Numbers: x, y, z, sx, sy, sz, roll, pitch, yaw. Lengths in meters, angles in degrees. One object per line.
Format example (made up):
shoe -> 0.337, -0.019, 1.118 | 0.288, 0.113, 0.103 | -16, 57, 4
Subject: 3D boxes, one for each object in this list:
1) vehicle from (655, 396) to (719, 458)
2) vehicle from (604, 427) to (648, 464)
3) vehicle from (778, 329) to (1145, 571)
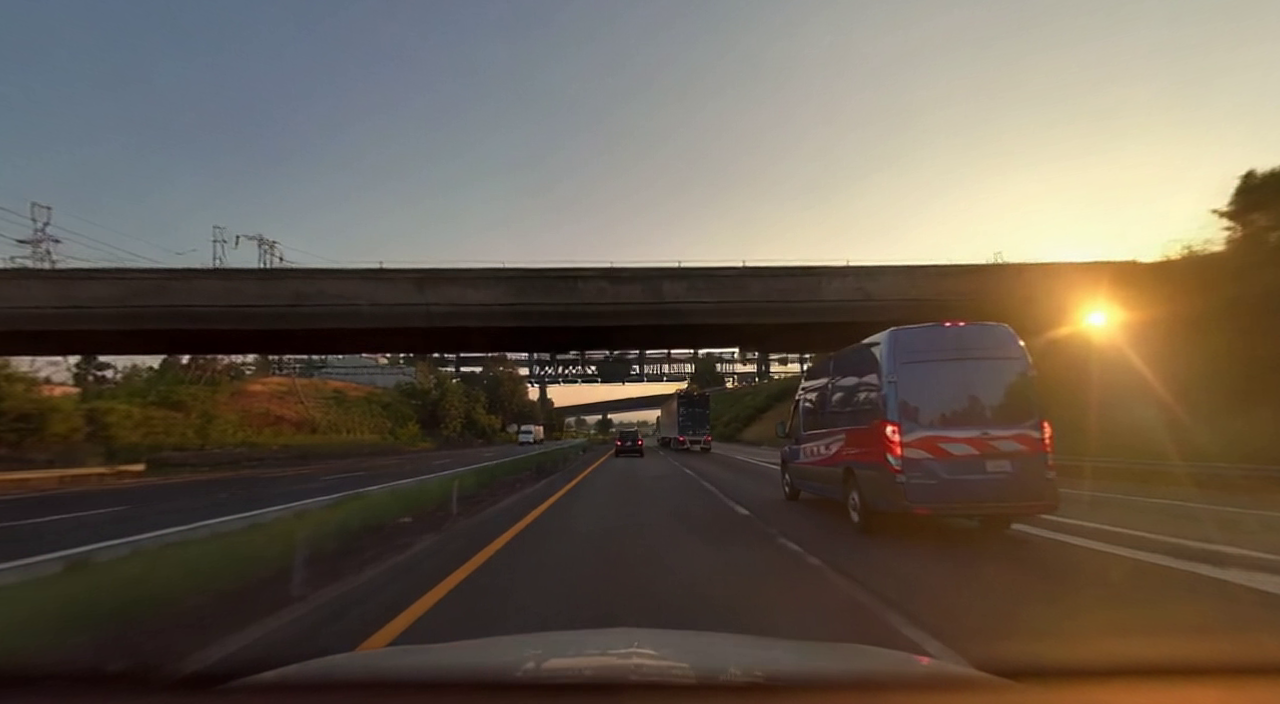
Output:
vehicle -> 3.019, 5.555, 45.875 | 3.096, 3.759, 15.119 | 0, -8, -2
vehicle -> -0.718, 4.647, 31.479 | 2.073, 1.750, 4.116 | 0, -8, -2
vehicle -> 3.946, 1.363, 9.317 | 2.387, 2.506, 5.374 | 0, -8, -2
